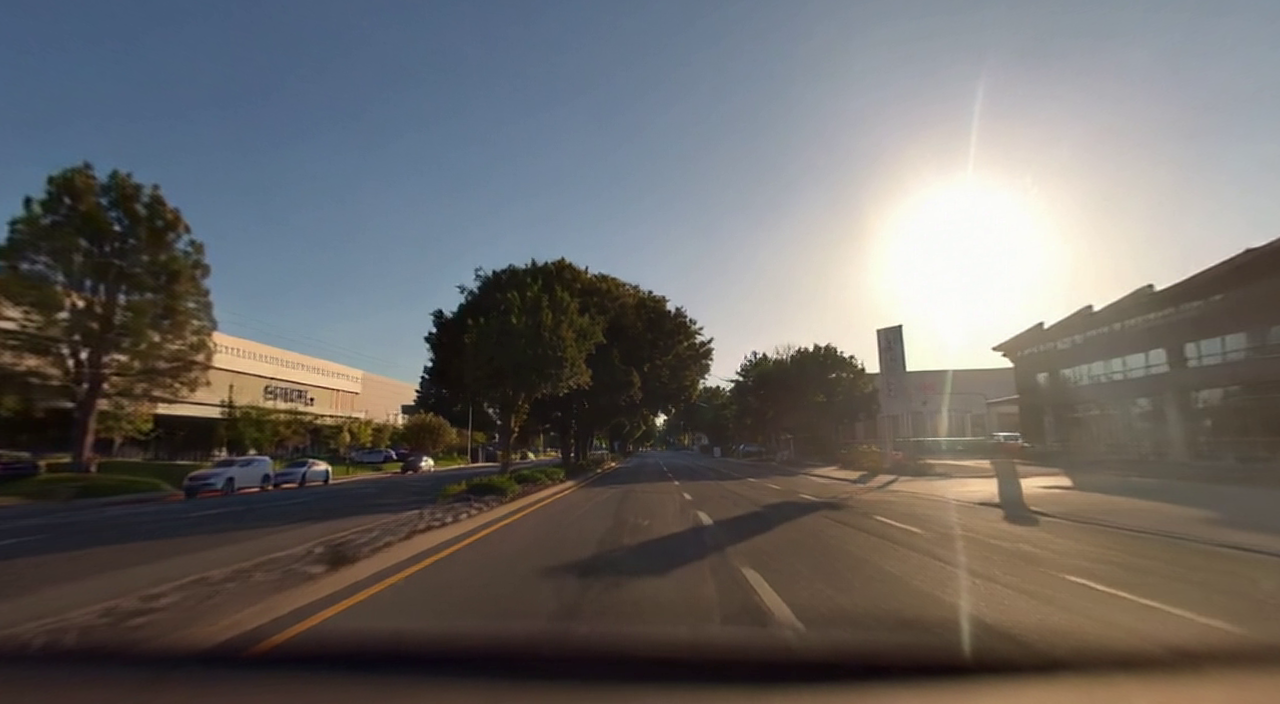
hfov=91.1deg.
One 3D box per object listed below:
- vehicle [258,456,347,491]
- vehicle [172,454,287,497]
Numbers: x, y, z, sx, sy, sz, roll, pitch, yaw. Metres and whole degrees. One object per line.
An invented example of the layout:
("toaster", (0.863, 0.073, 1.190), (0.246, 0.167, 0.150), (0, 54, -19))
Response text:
("vehicle", (-18.826, 6.778, 35.309), (1.959, 1.535, 5.081), (0, -7, 3))
("vehicle", (-19.135, 5.747, 29.598), (2.029, 1.785, 4.694), (0, -9, 3))
